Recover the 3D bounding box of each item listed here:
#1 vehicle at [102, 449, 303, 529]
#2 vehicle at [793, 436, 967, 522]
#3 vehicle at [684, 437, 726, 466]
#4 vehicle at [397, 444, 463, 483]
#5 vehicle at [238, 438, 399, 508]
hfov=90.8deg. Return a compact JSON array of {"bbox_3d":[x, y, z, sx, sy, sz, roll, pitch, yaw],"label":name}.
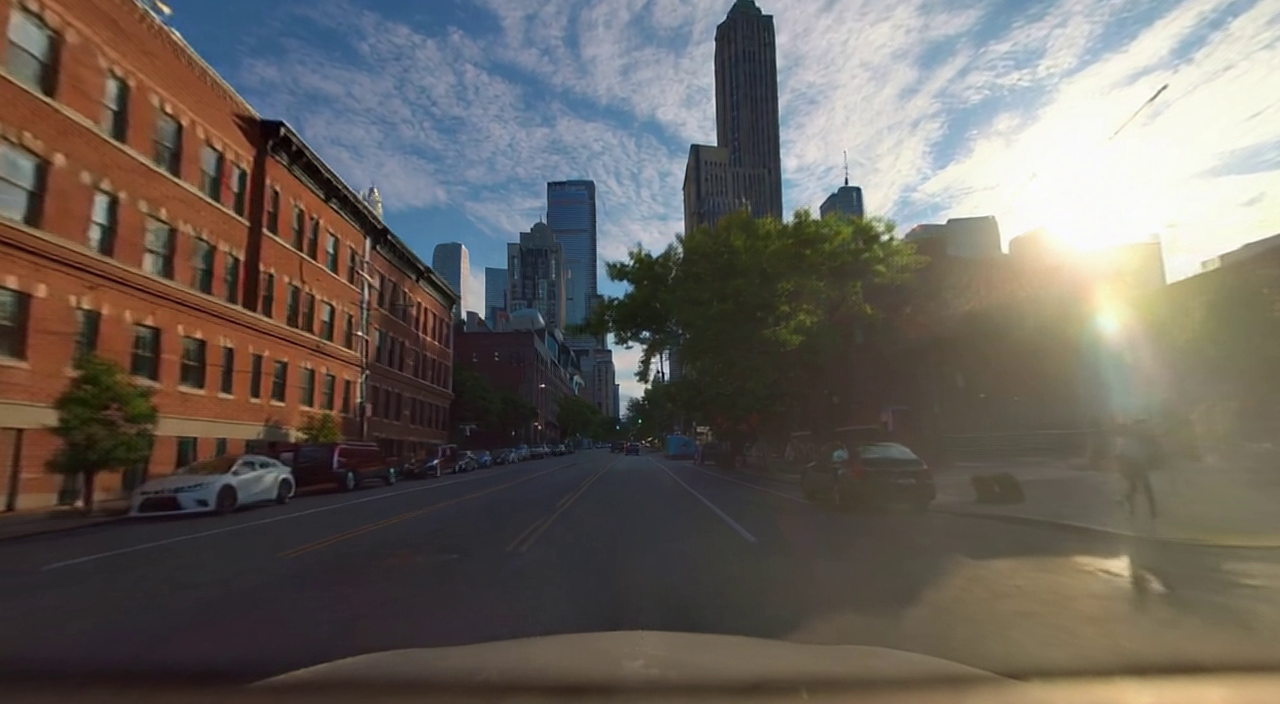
[{"bbox_3d":[-11.126,3.450,16.624,1.992,1.629,4.773,-4,-8,-1],"label":"vehicle"},{"bbox_3d":[4.844,2.608,13.594,1.929,1.522,4.543,0,-8,0],"label":"vehicle"},{"bbox_3d":[4.428,6.920,44.081,2.237,1.908,5.320,0,-8,-1],"label":"vehicle"},{"bbox_3d":[-11.470,6.072,34.907,1.970,1.828,5.519,-3,-8,-3],"label":"vehicle"},{"bbox_3d":[-10.995,4.158,22.403,2.574,1.922,6.292,-4,-8,-2],"label":"vehicle"}]
